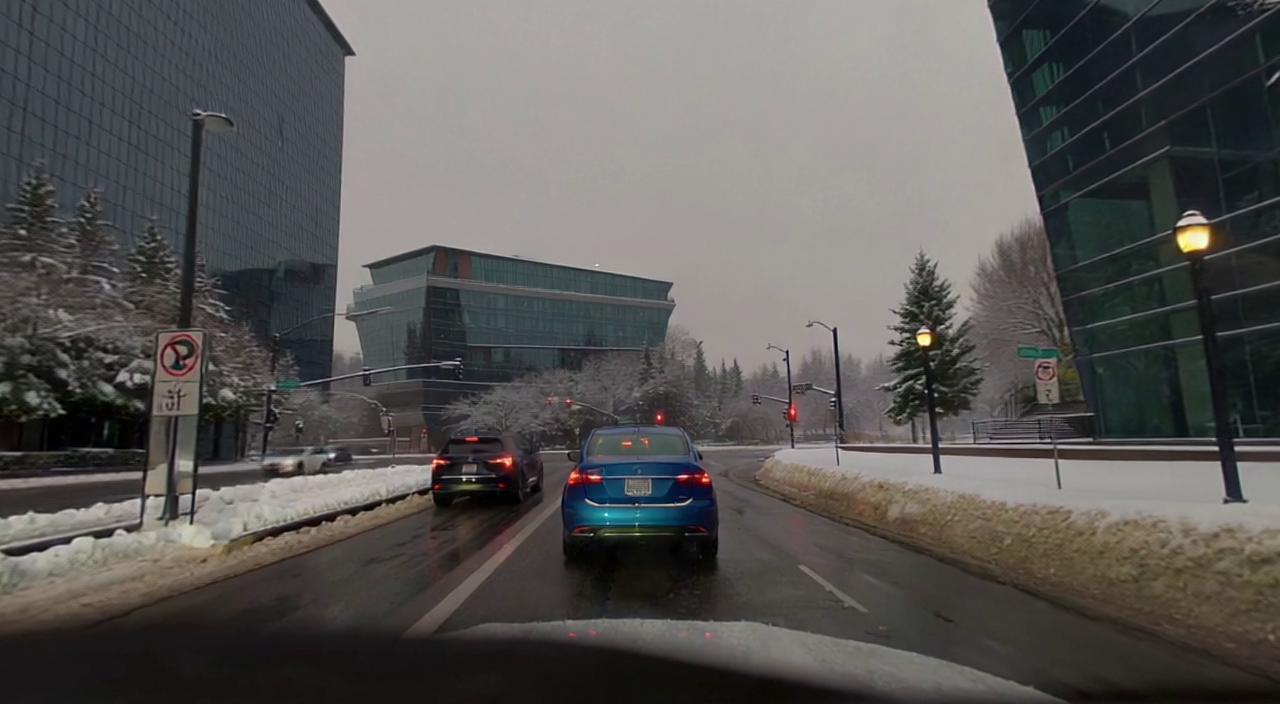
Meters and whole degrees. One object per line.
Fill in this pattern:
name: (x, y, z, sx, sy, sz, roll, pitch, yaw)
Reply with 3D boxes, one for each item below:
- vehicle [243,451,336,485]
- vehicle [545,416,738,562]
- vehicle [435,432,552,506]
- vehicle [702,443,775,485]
vehicle: (-16.591, 5.478, 30.177, 1.826, 1.422, 4.490, 0, -8, 0)
vehicle: (-0.002, 1.880, 9.400, 2.207, 1.659, 4.155, 0, -8, 0)
vehicle: (-3.644, 2.981, 16.573, 2.068, 1.678, 4.199, 0, -8, 0)
vehicle: (3.680, 4.255, 24.450, 2.082, 1.445, 4.426, 0, -8, 0)
